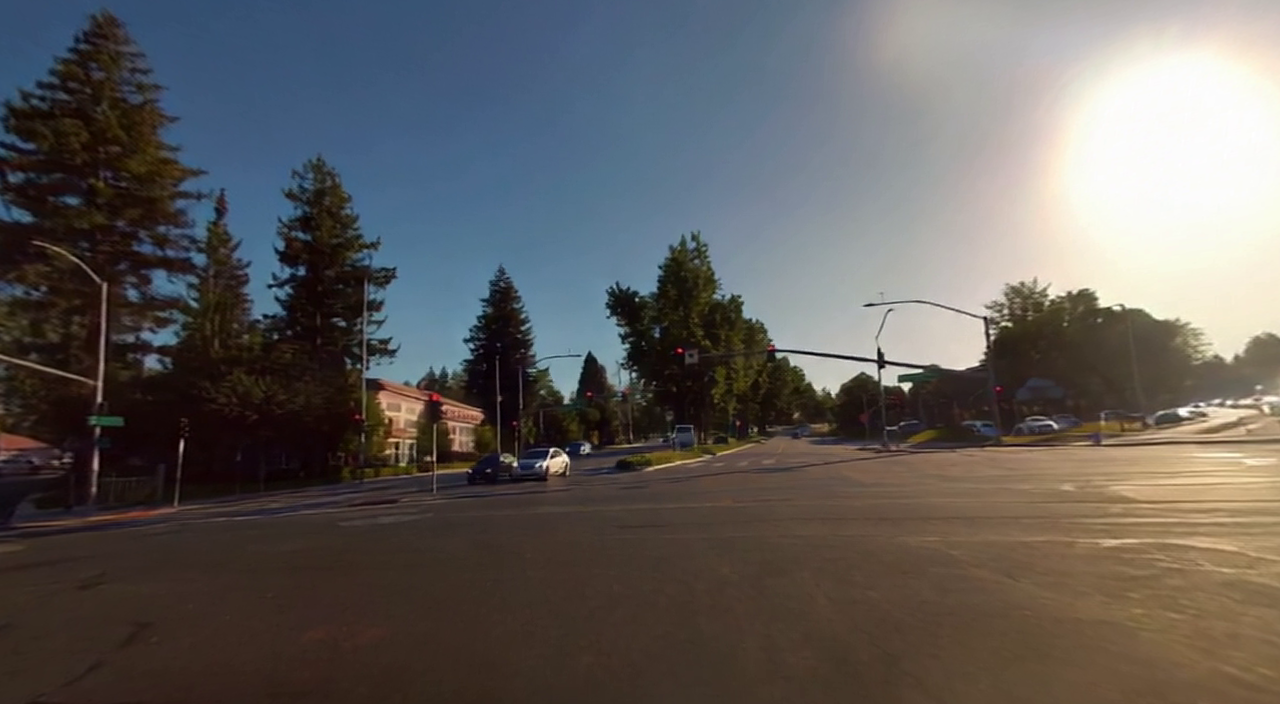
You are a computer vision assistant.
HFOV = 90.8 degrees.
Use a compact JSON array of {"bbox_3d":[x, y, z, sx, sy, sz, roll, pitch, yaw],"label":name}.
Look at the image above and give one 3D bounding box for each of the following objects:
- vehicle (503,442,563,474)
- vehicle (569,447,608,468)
[{"bbox_3d":[-7.332,7.352,44.161,2.557,2.015,5.959,-1,-9,7],"label":"vehicle"},{"bbox_3d":[-3.608,7.500,45.018,2.049,1.439,4.103,-1,-9,5],"label":"vehicle"}]
